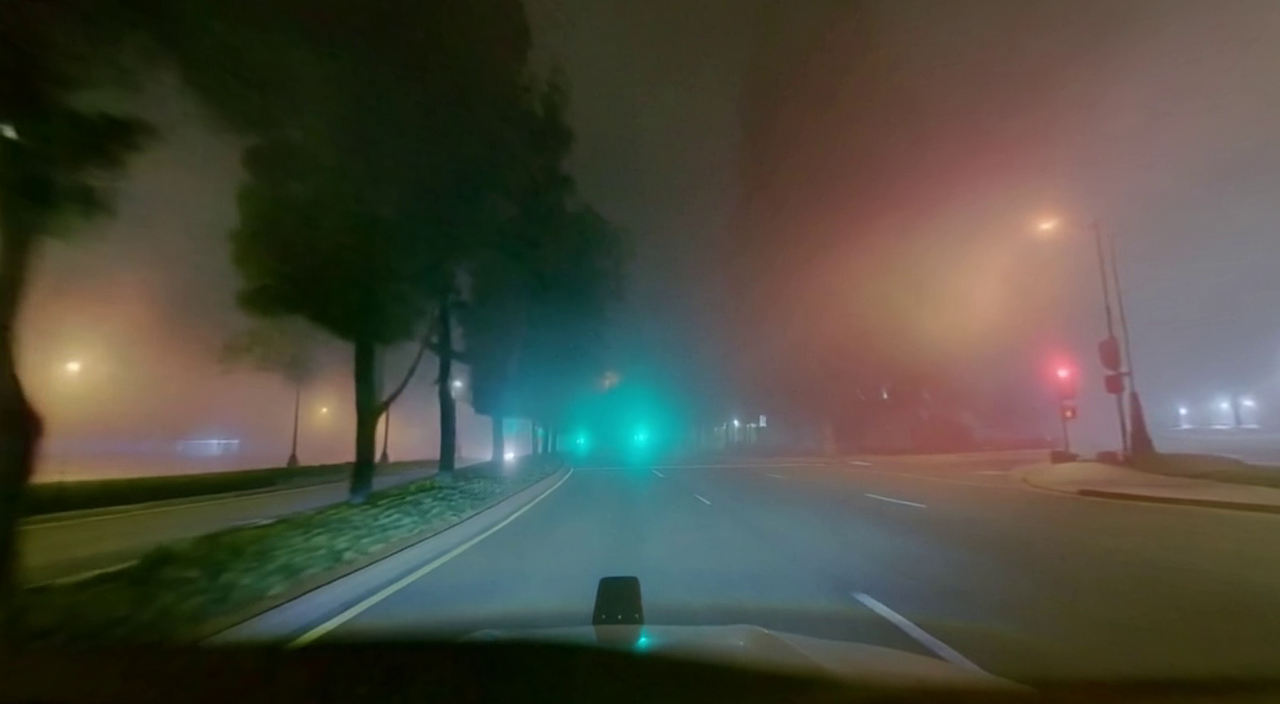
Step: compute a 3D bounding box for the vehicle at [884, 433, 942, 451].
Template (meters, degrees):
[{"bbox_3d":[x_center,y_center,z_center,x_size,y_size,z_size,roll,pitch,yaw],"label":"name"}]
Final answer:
[{"bbox_3d":[21.475,7.112,49.741,3.753,1.409,1.648,1,-9,-5],"label":"vehicle"}]
